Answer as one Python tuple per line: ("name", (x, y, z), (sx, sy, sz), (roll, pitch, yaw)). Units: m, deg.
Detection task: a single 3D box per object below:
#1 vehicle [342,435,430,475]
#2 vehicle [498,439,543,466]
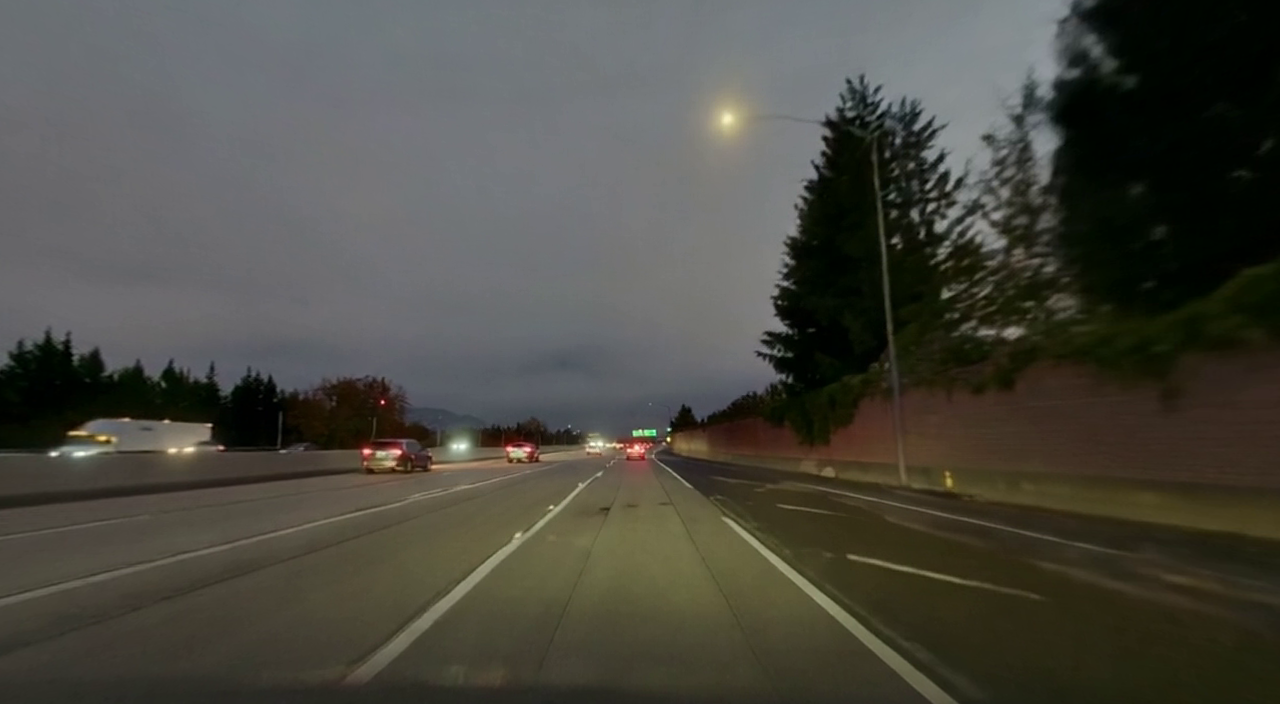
("vehicle", (-11.370, 4.643, 28.592), (2.025, 1.618, 4.683), (1, -9, 0))
("vehicle", (-8.018, 6.805, 42.743), (2.151, 1.707, 4.759), (0, -9, 0))
